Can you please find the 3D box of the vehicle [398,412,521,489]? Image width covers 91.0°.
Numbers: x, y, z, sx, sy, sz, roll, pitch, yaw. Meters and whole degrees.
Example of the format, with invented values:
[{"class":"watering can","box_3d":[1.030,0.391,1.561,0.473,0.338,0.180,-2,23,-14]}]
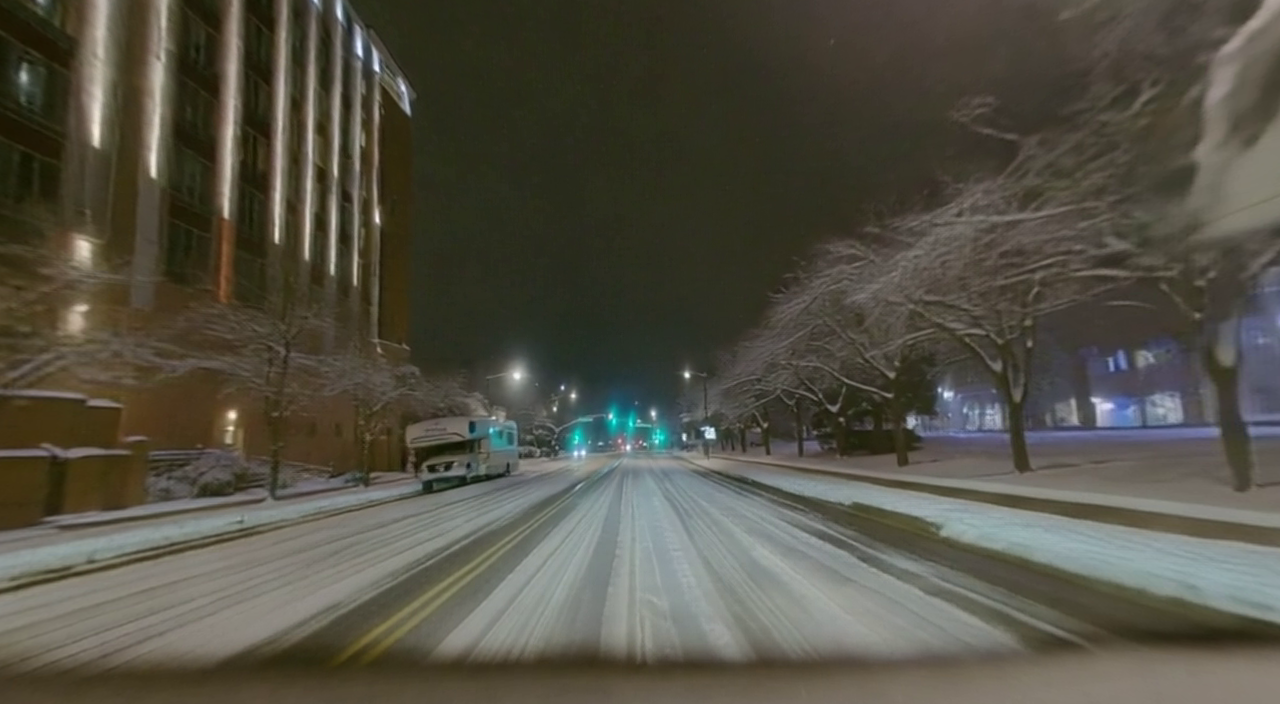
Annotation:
[{"class":"vehicle","box_3d":[-7.326,4.132,26.931,3.108,2.771,7.999,0,-8,-2]}]
